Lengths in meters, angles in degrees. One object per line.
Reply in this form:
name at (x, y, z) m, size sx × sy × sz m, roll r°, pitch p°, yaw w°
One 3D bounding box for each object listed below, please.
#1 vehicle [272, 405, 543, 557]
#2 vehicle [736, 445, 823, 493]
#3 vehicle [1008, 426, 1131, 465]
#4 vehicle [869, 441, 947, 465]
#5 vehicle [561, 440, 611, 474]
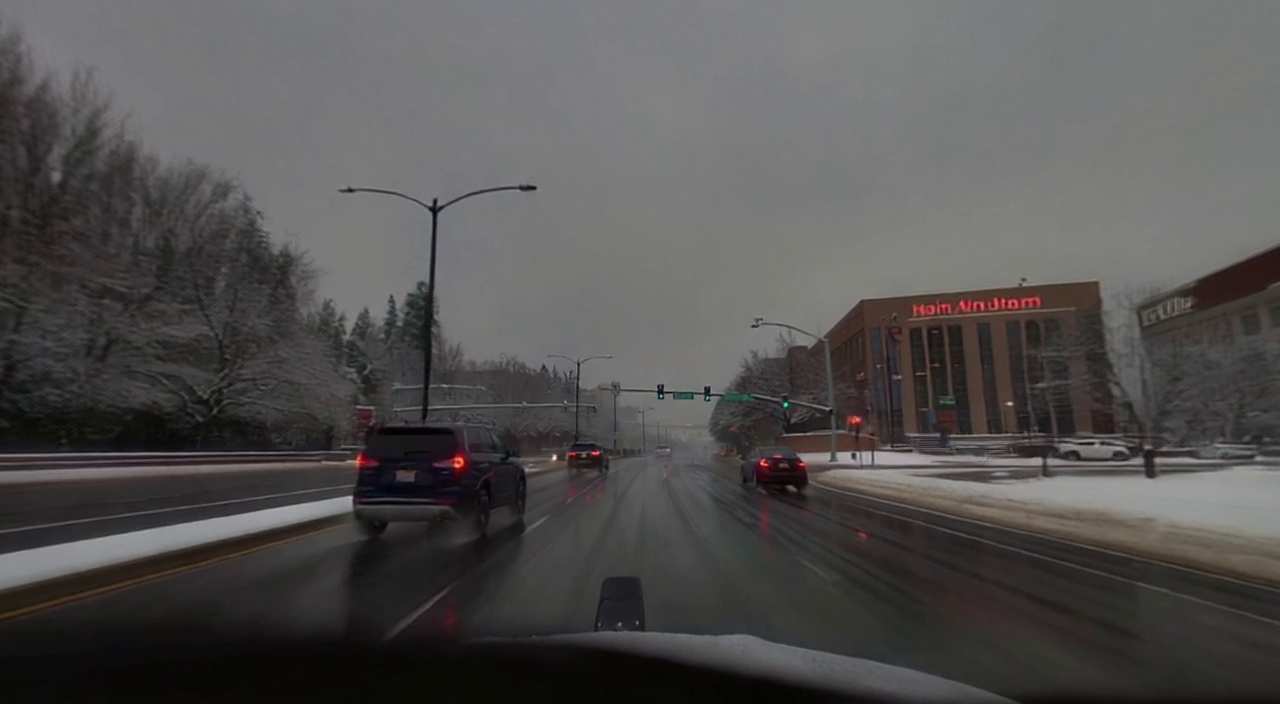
vehicle at (-3.305, 2.014, 10.607) m, size 2.450 × 1.866 × 5.416 m, roll 0°, pitch -9°, yaw 0°
vehicle at (4.732, 4.026, 22.114) m, size 1.960 × 1.471 × 4.378 m, roll 0°, pitch -9°, yaw -1°
vehicle at (27.793, 6.167, 41.424) m, size 2.943 × 2.298 × 7.374 m, roll 0°, pitch -9°, yaw 0°
vehicle at (19.709, 7.435, 46.425) m, size 4.972 × 1.547 × 2.226 m, roll 2°, pitch -10°, yaw -21°
vehicle at (-3.033, 6.082, 36.793) m, size 2.305 × 1.833 × 4.912 m, roll -1°, pitch -9°, yaw 2°
